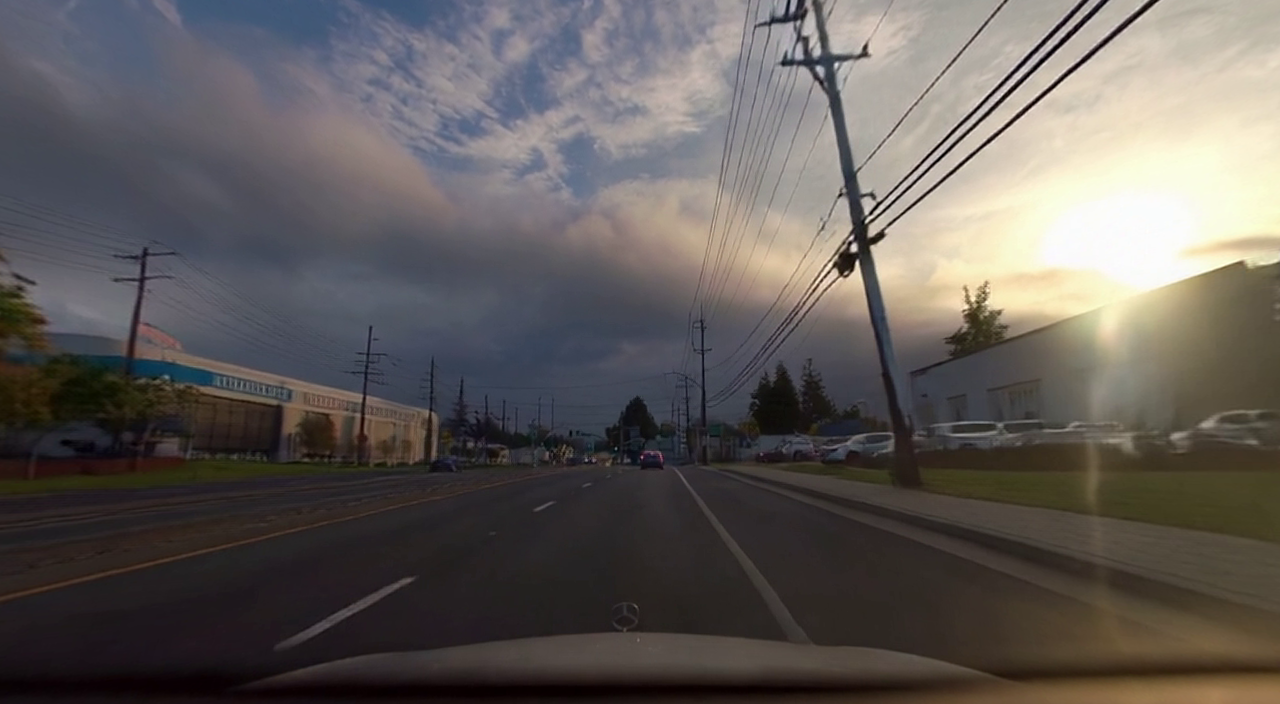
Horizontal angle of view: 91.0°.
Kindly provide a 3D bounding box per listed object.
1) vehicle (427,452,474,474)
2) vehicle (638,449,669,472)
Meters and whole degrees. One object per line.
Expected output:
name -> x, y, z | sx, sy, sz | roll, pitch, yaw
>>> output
vehicle -> -13.424, 7.884, 44.908 | 1.831, 1.474, 4.352 | -1, -8, 2
vehicle -> 0.932, 7.628, 44.499 | 2.114, 1.492, 4.453 | 0, -8, 1
